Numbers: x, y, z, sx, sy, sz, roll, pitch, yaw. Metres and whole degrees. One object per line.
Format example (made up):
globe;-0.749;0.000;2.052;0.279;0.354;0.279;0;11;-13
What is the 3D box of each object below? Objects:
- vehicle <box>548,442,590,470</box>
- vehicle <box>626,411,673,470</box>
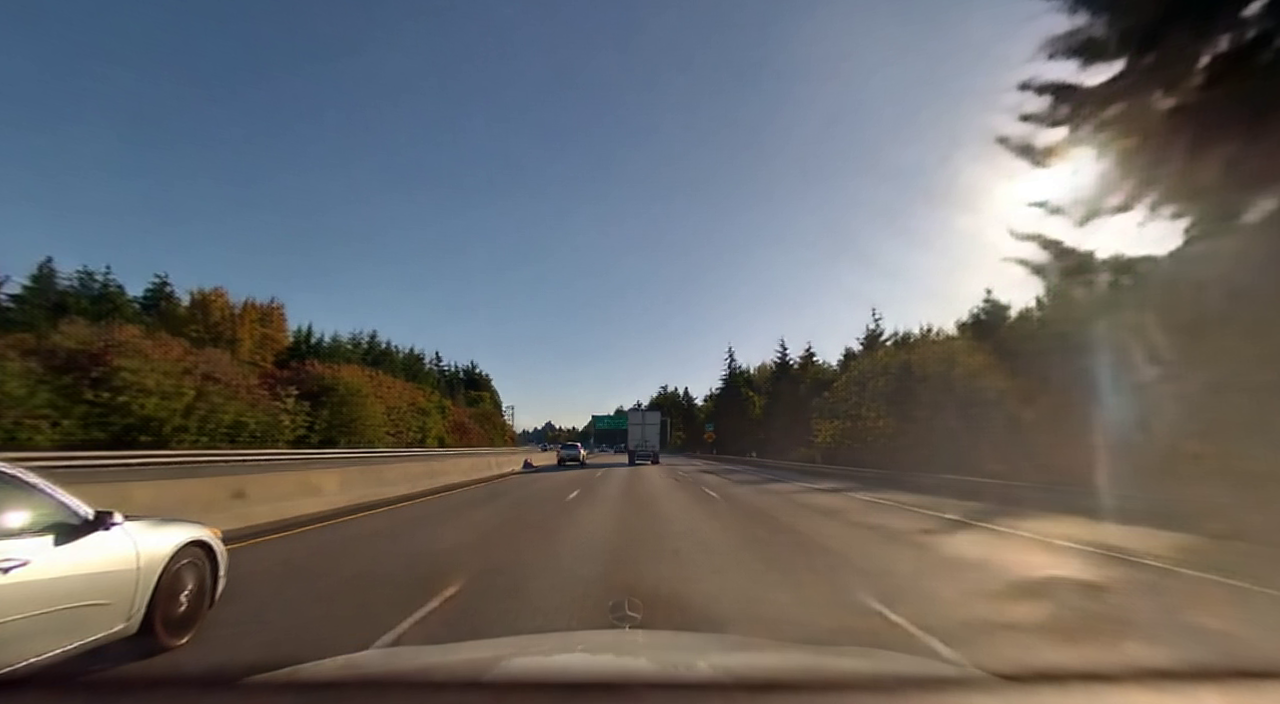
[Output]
vehicle;-4.333;6.439;39.119;2.079;1.656;3.965;0;-9;0
vehicle;0.499;6.189;43.597;2.893;3.628;9.081;0;-9;-1
